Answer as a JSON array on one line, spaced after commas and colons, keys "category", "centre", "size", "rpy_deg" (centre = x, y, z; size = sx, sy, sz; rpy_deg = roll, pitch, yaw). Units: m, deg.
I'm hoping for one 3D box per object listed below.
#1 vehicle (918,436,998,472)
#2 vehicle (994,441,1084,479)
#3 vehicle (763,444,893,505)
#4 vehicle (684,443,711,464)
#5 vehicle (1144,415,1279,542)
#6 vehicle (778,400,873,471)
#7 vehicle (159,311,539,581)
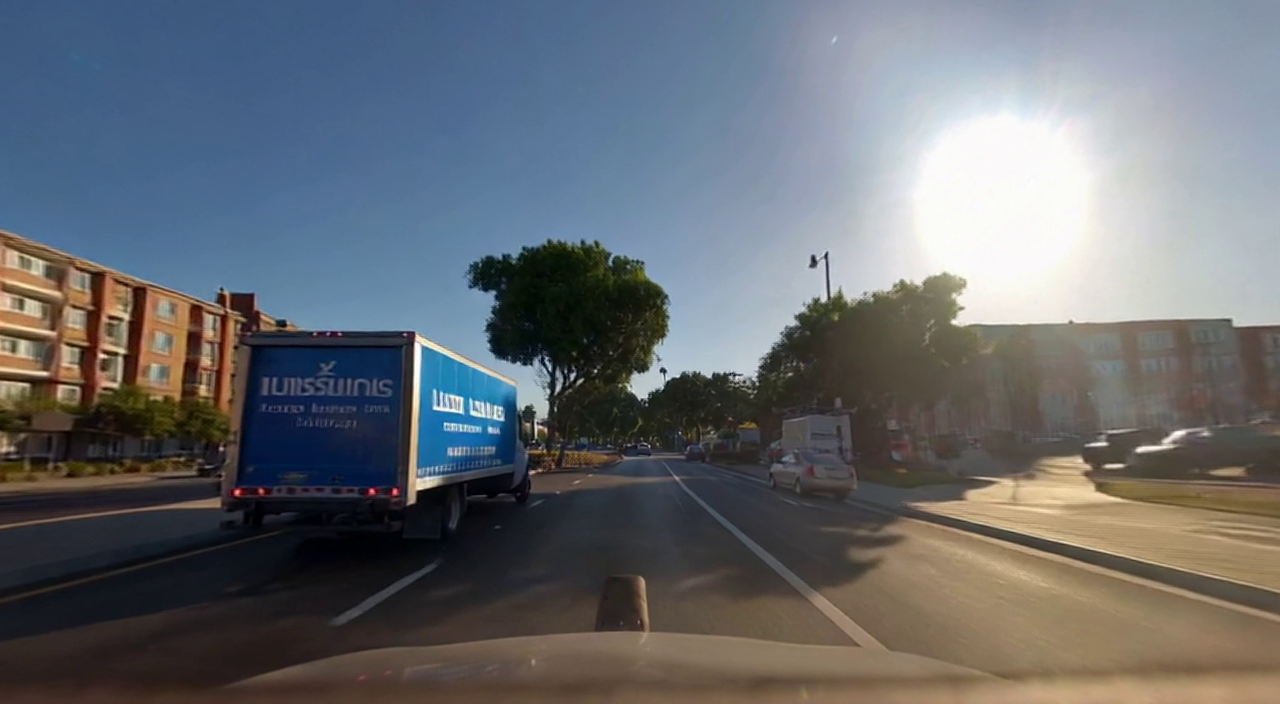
[{"category": "vehicle", "centre": [16.588, 5.254, 32.871], "size": [4.698, 1.726, 2.046], "rpy_deg": [7, -11, -41]}, {"category": "vehicle", "centre": [16.528, 4.404, 26.059], "size": [4.307, 1.438, 1.923], "rpy_deg": [8, -12, -42]}, {"category": "vehicle", "centre": [4.987, 3.296, 17.650], "size": [2.127, 1.439, 5.034], "rpy_deg": [0, -8, 1]}, {"category": "vehicle", "centre": [4.392, 7.812, 48.678], "size": [1.878, 1.534, 4.120], "rpy_deg": [-1, -8, 3]}, {"category": "vehicle", "centre": [9.245, 1.646, 8.259], "size": [1.814, 1.646, 4.133], "rpy_deg": [0, -8, -1]}, {"category": "vehicle", "centre": [9.401, 4.410, 33.045], "size": [2.882, 3.208, 7.609], "rpy_deg": [-1, -8, 2]}, {"category": "vehicle", "centre": [-3.788, 1.556, 10.799], "size": [2.763, 2.974, 7.562], "rpy_deg": [0, -8, 1]}]
